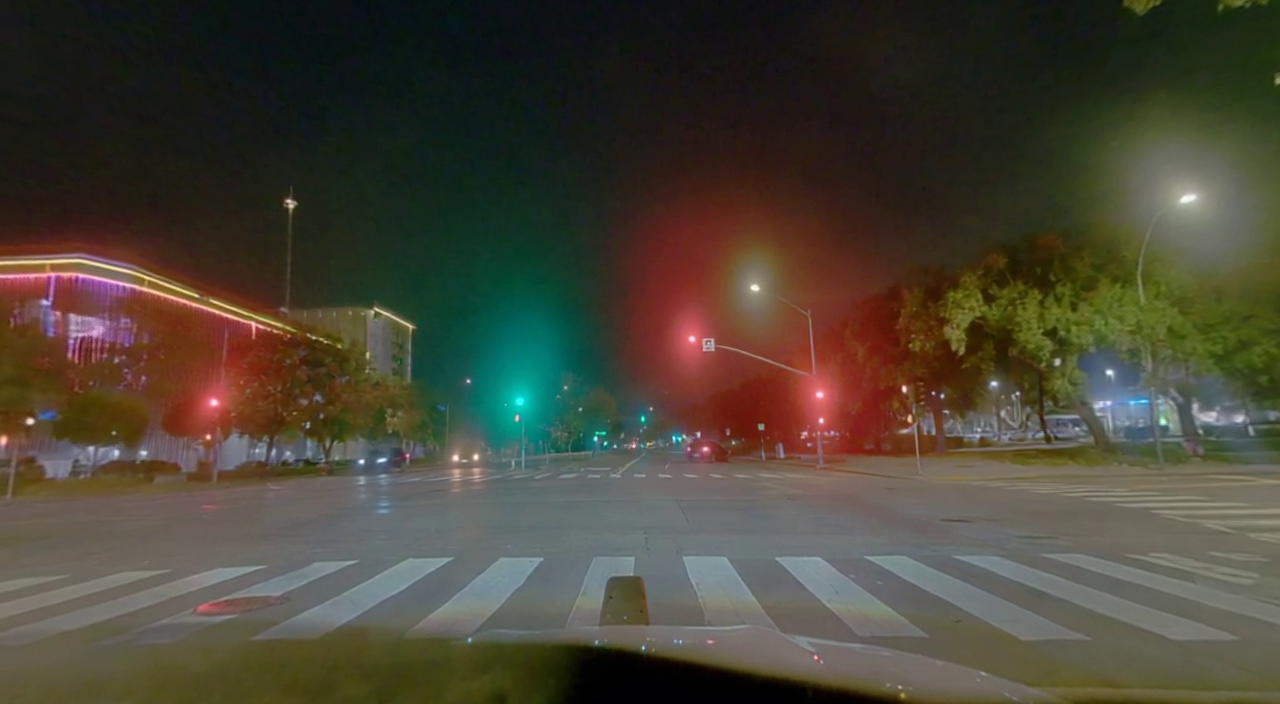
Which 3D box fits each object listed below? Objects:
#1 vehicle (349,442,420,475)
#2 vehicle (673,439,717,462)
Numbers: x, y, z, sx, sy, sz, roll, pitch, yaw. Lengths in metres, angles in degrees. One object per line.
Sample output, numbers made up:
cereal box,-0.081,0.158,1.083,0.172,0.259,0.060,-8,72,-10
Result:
vehicle,-14.819,6.191,36.844,2.169,1.753,4.640,0,-9,1
vehicle,3.871,6.831,43.702,2.521,1.522,4.418,-2,-9,12
